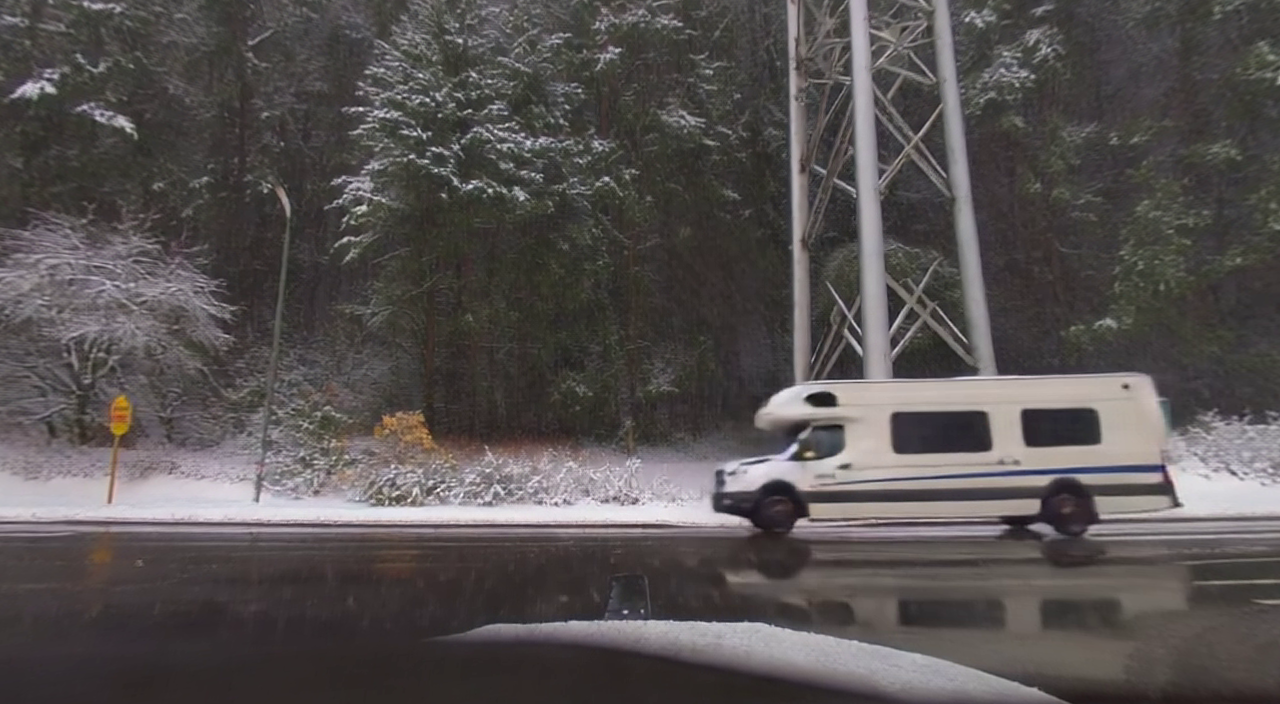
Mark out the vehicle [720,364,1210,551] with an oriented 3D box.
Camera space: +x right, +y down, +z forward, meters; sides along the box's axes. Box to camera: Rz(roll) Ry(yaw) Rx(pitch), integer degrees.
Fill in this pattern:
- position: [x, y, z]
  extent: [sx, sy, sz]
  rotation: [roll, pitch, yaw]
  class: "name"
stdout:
- position: [5.910, 2.037, 12.506]
  extent: [8.152, 3.185, 2.776]
  rotation: [0, -9, -3]
  class: "vehicle"
